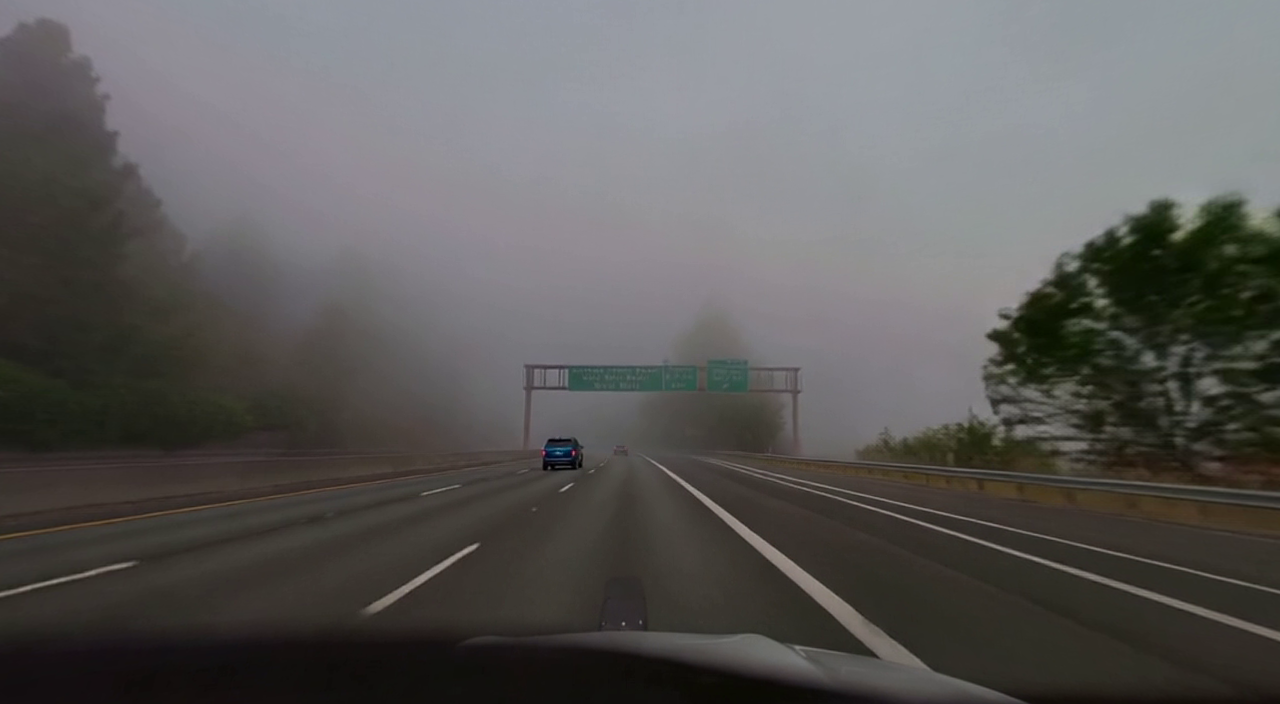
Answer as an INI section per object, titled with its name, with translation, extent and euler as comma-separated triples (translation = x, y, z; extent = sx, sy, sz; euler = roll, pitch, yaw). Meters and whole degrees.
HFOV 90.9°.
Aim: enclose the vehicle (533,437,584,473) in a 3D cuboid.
[vehicle]
translation = -4.242, 5.407, 33.440
extent = 2.162, 1.724, 4.537
euler = 0, -8, -1
